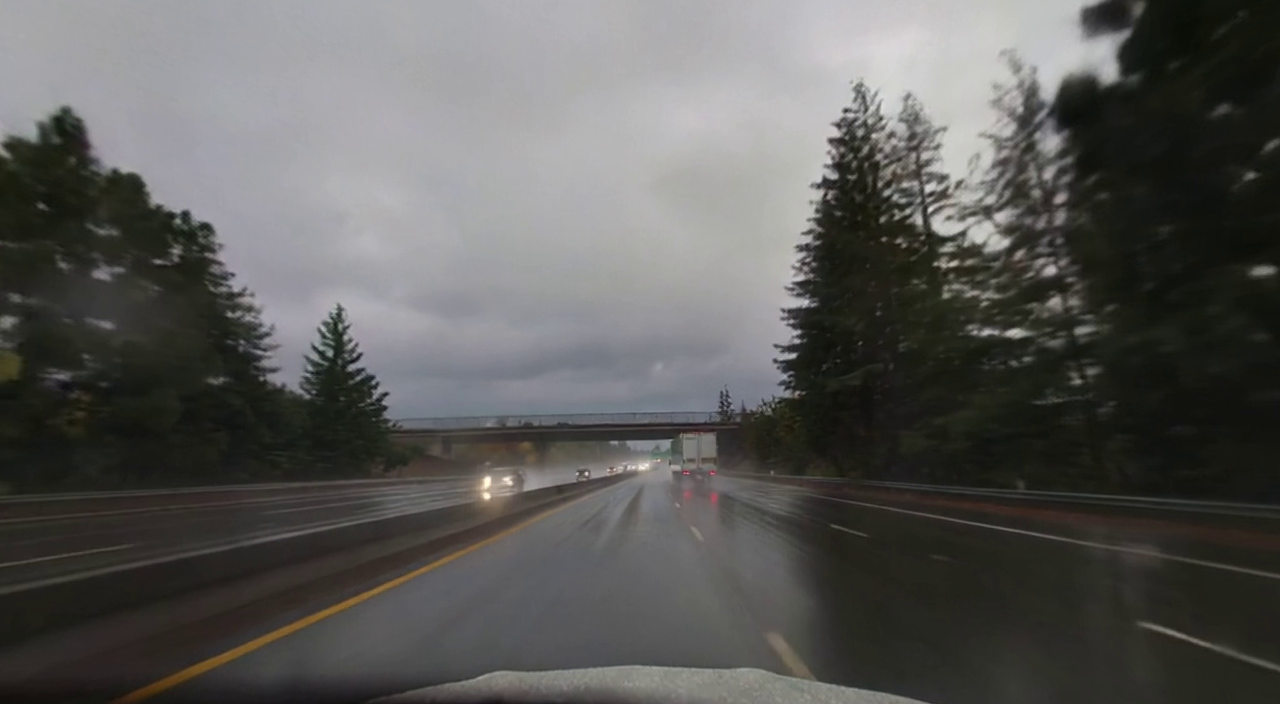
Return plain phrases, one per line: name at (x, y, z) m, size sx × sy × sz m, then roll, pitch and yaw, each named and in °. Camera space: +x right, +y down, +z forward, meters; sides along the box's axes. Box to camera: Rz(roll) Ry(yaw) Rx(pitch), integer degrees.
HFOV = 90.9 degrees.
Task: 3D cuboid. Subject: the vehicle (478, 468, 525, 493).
vehicle at (-9.059, 8.446, 41.550) m, size 2.046 × 1.536 × 4.145 m, roll 1°, pitch -11°, yaw 1°
